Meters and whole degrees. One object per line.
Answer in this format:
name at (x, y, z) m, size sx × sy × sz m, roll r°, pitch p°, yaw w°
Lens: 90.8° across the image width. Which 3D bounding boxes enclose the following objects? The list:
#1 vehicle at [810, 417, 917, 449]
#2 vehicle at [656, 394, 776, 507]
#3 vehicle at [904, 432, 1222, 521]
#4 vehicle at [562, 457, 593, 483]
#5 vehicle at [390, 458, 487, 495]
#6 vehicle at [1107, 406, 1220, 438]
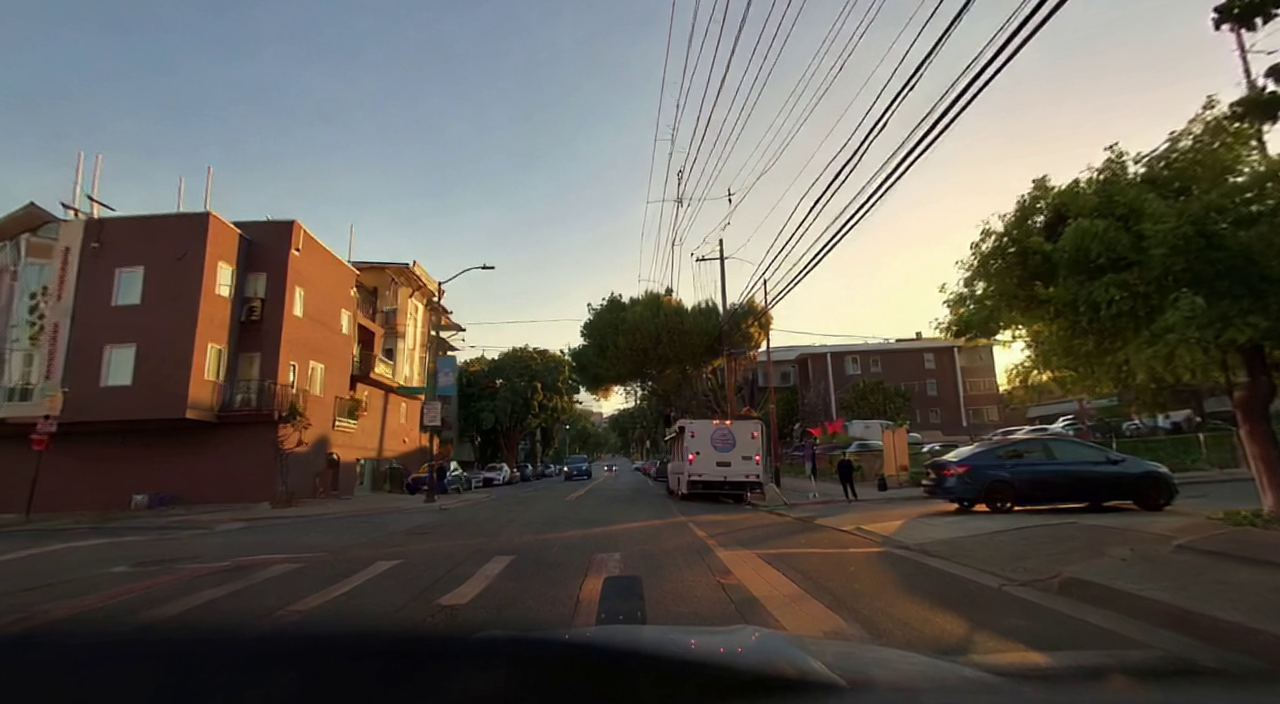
vehicle at (10.579, 3.864, 30.045) m, size 4.396 × 1.459 × 1.749 m, roll 0°, pitch -8°, yaw -3°
vehicle at (2.362, 3.495, 22.740) m, size 2.886 × 3.321 × 7.809 m, roll 0°, pitch -8°, yaw -3°
vehicle at (7.992, 2.340, 12.235) m, size 4.857 × 1.525 × 1.976 m, roll 1°, pitch -8°, yaw -6°
vehicle at (-4.672, 8.830, 47.491) m, size 1.952 × 1.708 × 4.096 m, roll 0°, pitch -8°, yaw -1°
vehicle at (-11.504, 7.050, 36.114) m, size 5.093 × 1.855 × 2.338 m, roll 3°, pitch -9°, yaw -21°
vehicle at (27.824, 3.736, 33.669) m, size 4.413 × 1.608 × 1.858 m, roll 0°, pitch -8°, yaw -3°
